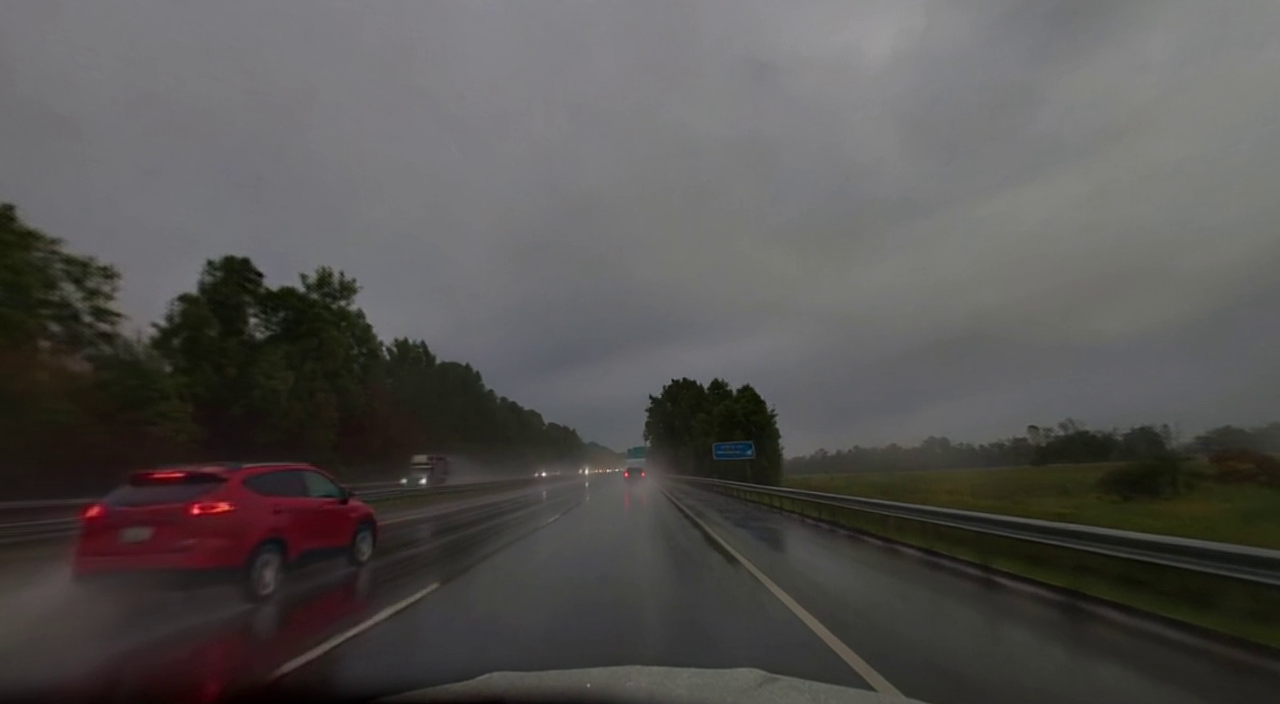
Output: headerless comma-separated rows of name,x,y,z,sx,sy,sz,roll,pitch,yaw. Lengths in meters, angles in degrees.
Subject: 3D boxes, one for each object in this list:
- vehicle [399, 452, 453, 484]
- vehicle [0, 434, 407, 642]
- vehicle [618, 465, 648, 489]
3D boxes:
vehicle,-16.837,9.179,49.836,2.216,2.293,5.474,1,-11,1
vehicle,-4.413,1.773,6.873,2.003,1.479,4.363,1,-11,0
vehicle,-0.541,9.466,47.795,2.107,1.668,4.554,1,-11,-1
